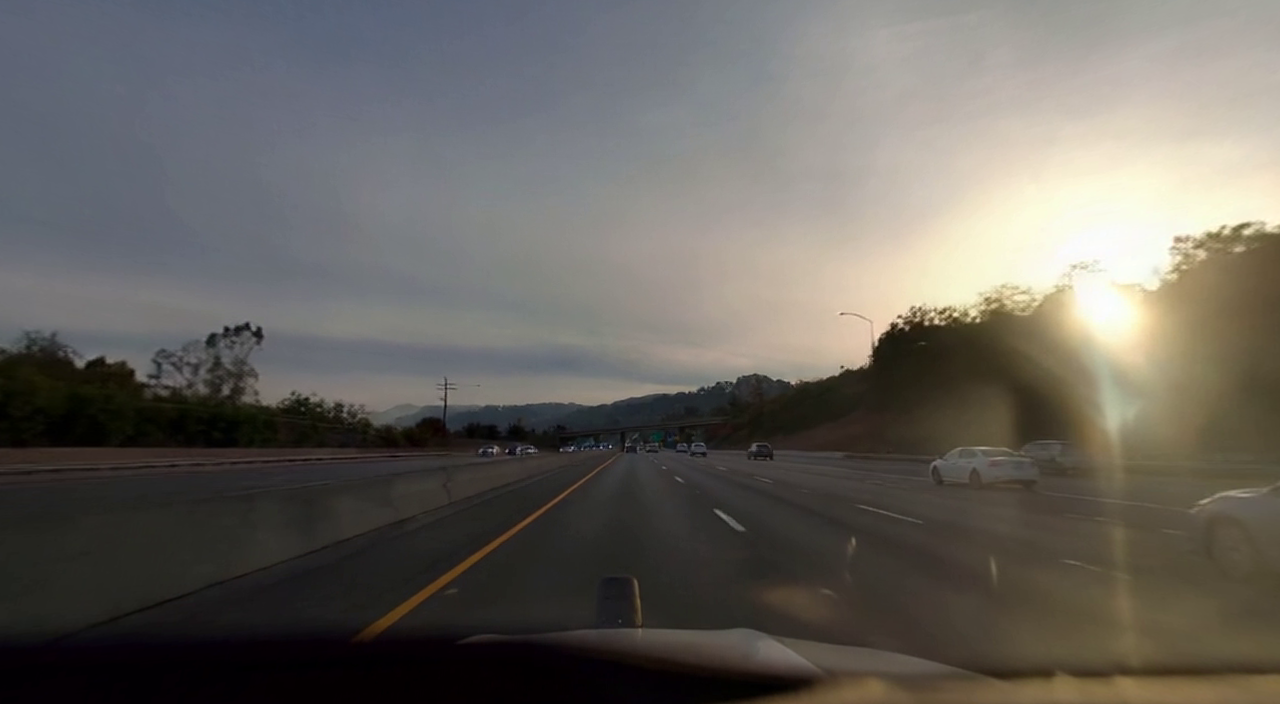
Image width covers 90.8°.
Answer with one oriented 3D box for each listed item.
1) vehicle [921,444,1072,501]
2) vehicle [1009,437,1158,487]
[{"bbox_3d":[9.867,3.330,17.917,1.836,1.418,4.132,0,-8,-1],"label":"vehicle"},{"bbox_3d":[16.728,4.145,24.260,2.034,1.698,5.065,0,-8,-1],"label":"vehicle"}]
